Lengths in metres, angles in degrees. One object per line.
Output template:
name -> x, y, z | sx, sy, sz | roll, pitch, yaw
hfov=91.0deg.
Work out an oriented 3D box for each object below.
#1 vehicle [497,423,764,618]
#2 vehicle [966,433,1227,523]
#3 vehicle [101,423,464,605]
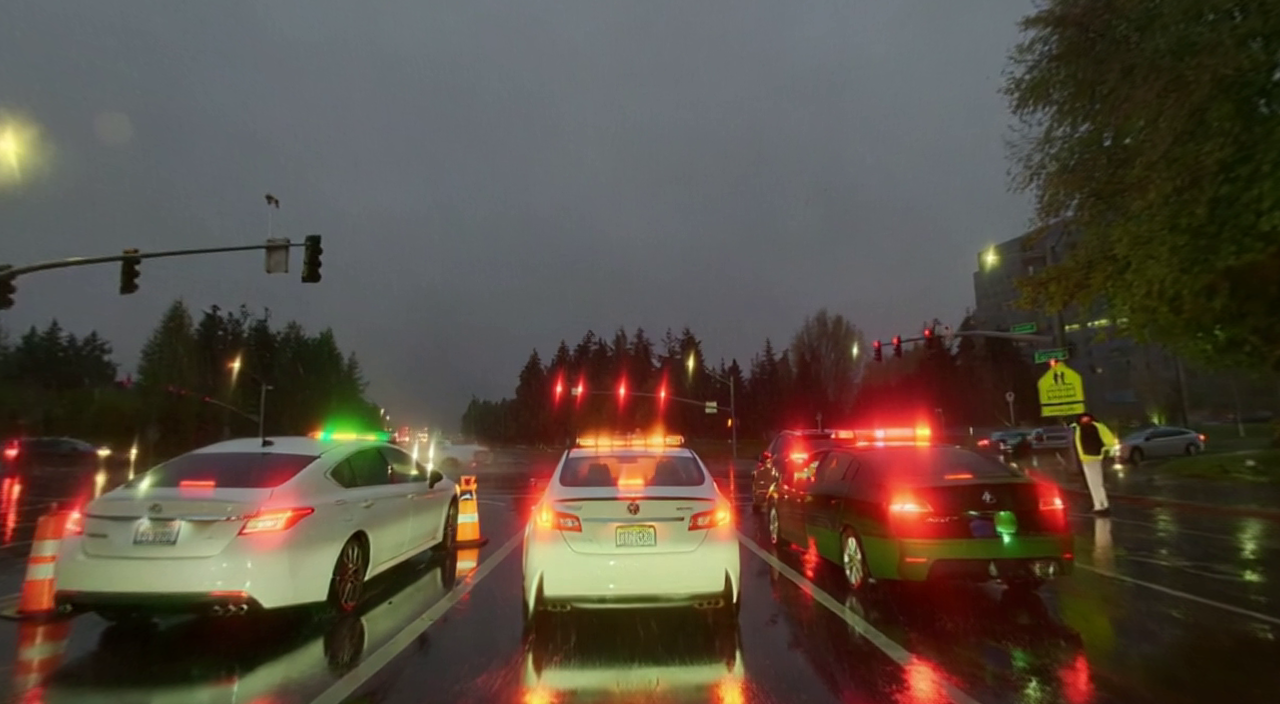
vehicle -> -0.116, 1.627, 7.096 | 2.061, 1.486, 4.332 | 0, -8, -1
vehicle -> 9.368, 2.590, 13.589 | 1.957, 1.576, 4.670 | 0, -9, -3
vehicle -> -3.600, 1.676, 7.400 | 1.863, 1.526, 4.006 | 0, -8, 1
